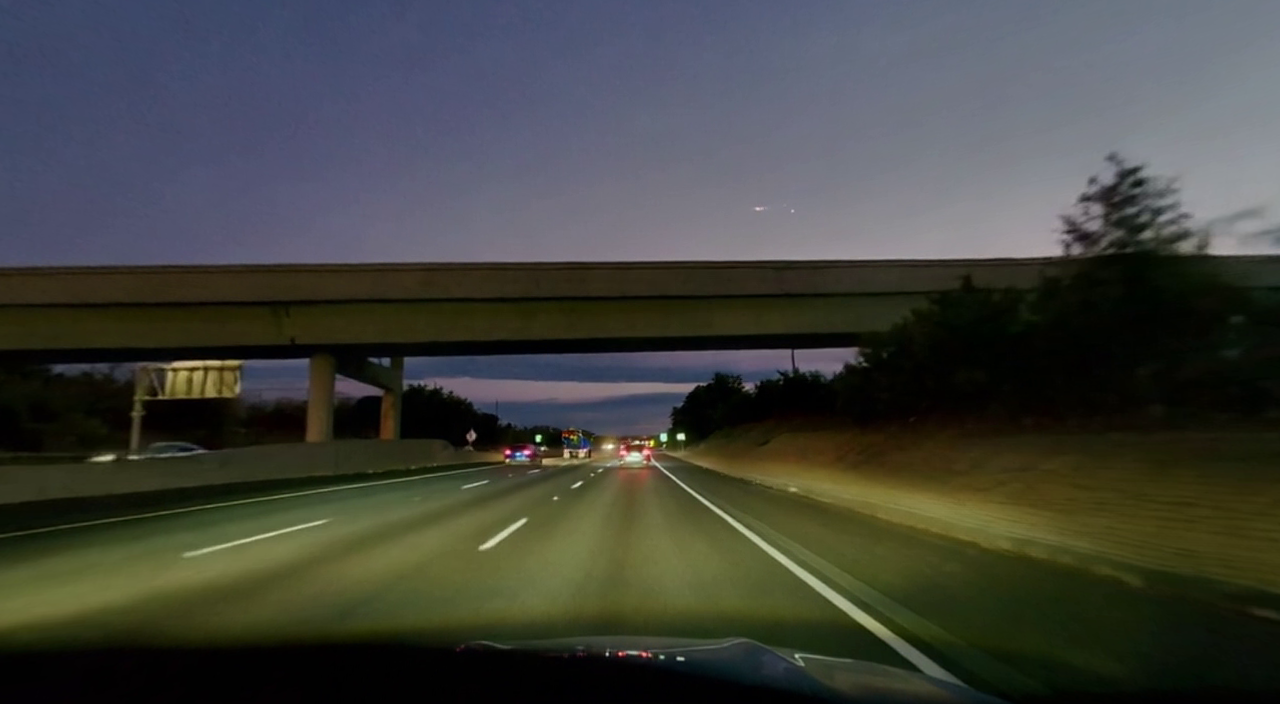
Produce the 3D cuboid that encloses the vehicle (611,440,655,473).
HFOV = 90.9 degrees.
[{"bbox_3d":[-0.372,5.928,36.050,2.336,1.722,4.212,0,-8,0],"label":"vehicle"}]

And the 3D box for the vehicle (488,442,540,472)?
[{"bbox_3d":[-7.541,6.306,38.178,2.115,1.644,4.513,0,-8,2],"label":"vehicle"}]

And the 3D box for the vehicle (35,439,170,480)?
[{"bbox_3d":[-21.496,4.295,25.493,1.753,1.480,4.197,0,-8,0],"label":"vehicle"}]
